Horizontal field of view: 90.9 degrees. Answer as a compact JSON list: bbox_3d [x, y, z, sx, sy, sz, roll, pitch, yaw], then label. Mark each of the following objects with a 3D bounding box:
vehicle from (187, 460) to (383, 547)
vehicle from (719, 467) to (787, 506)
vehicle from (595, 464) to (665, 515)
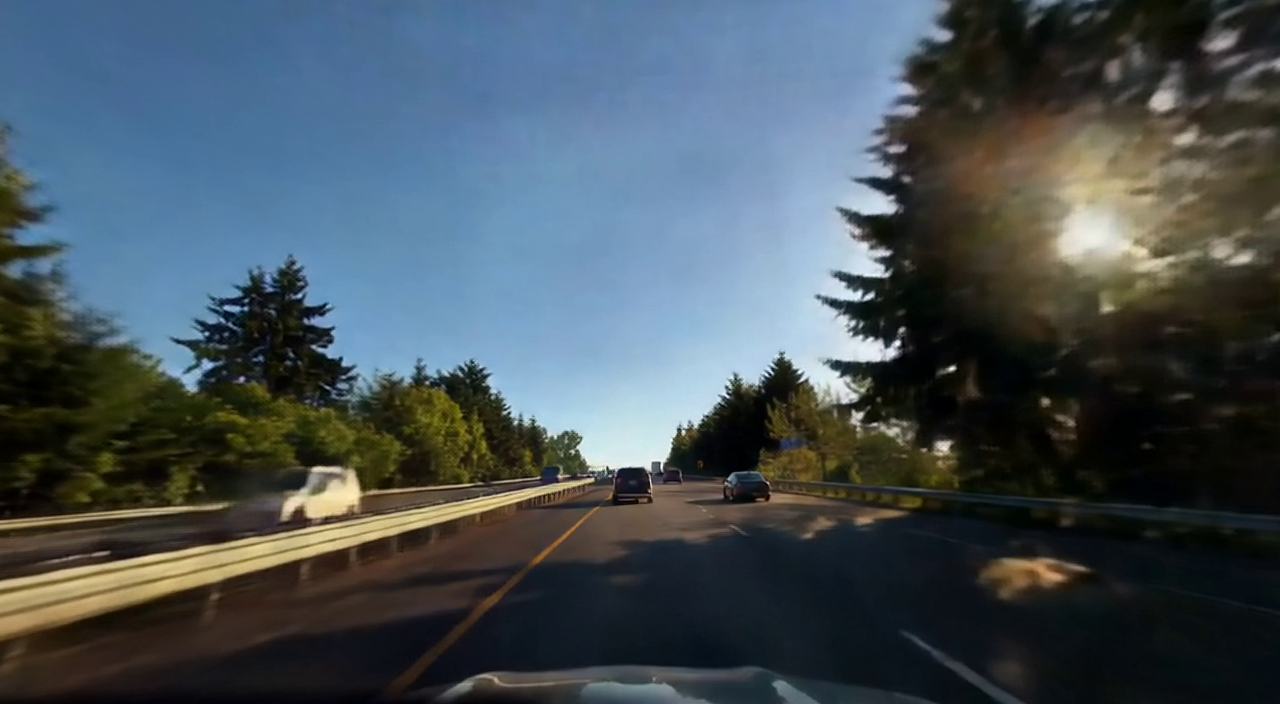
[{"bbox_3d":[-7.463,3.202,13.812,1.911,1.585,3.952,1,-10,0],"label":"vehicle"},{"bbox_3d":[4.613,5.560,26.334,1.974,1.476,4.119,1,-10,-1],"label":"vehicle"},{"bbox_3d":[-0.292,4.409,20.547,2.060,1.473,3.726,1,-10,0],"label":"vehicle"}]
